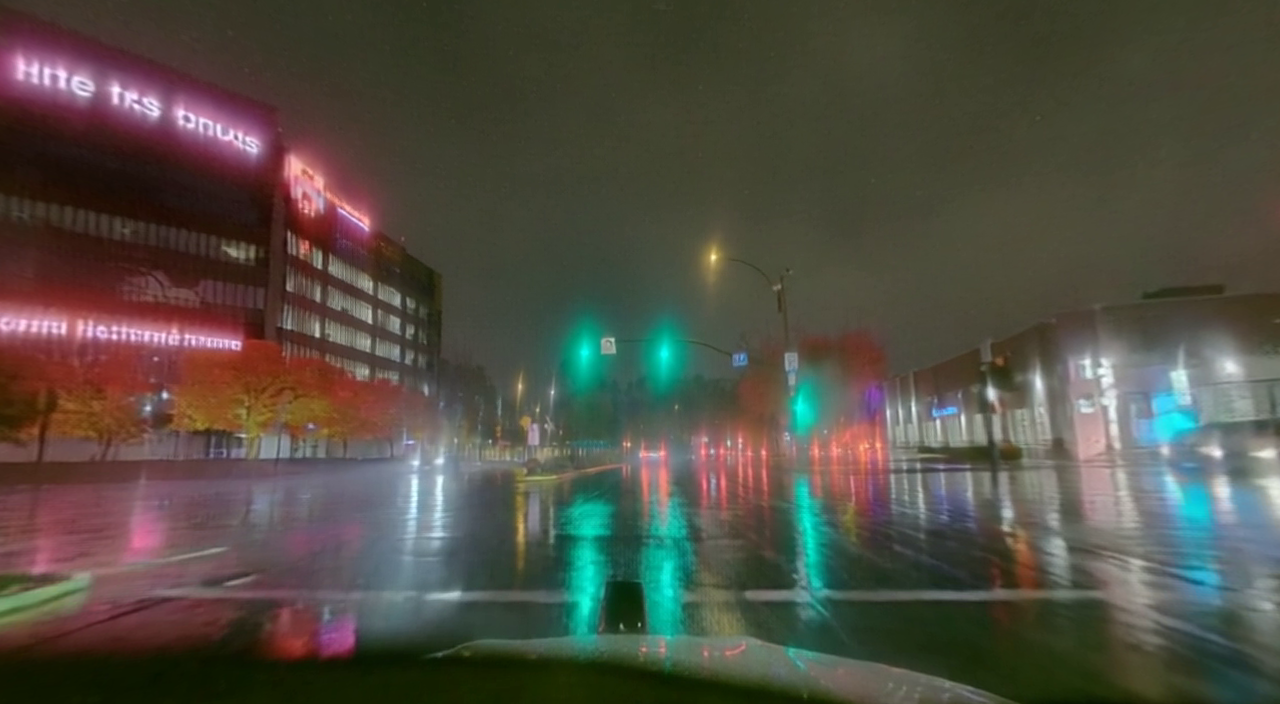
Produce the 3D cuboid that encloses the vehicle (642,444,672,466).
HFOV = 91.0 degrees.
[{"bbox_3d":[1.361,7.728,47.427,2.014,1.525,4.197,-1,-9,5],"label":"vehicle"}]

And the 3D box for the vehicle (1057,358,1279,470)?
[{"bbox_3d":[21.000,2.174,21.445,10.893,3.534,3.195,0,-9,4],"label":"vehicle"}]

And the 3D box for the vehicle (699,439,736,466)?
[{"bbox_3d":[5.311,6.966,43.822,2.174,1.749,4.739,0,-9,2],"label":"vehicle"}]

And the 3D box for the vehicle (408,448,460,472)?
[{"bbox_3d":[-14.238,7.464,43.766,1.904,1.582,4.111,-1,-9,5],"label":"vehicle"}]
